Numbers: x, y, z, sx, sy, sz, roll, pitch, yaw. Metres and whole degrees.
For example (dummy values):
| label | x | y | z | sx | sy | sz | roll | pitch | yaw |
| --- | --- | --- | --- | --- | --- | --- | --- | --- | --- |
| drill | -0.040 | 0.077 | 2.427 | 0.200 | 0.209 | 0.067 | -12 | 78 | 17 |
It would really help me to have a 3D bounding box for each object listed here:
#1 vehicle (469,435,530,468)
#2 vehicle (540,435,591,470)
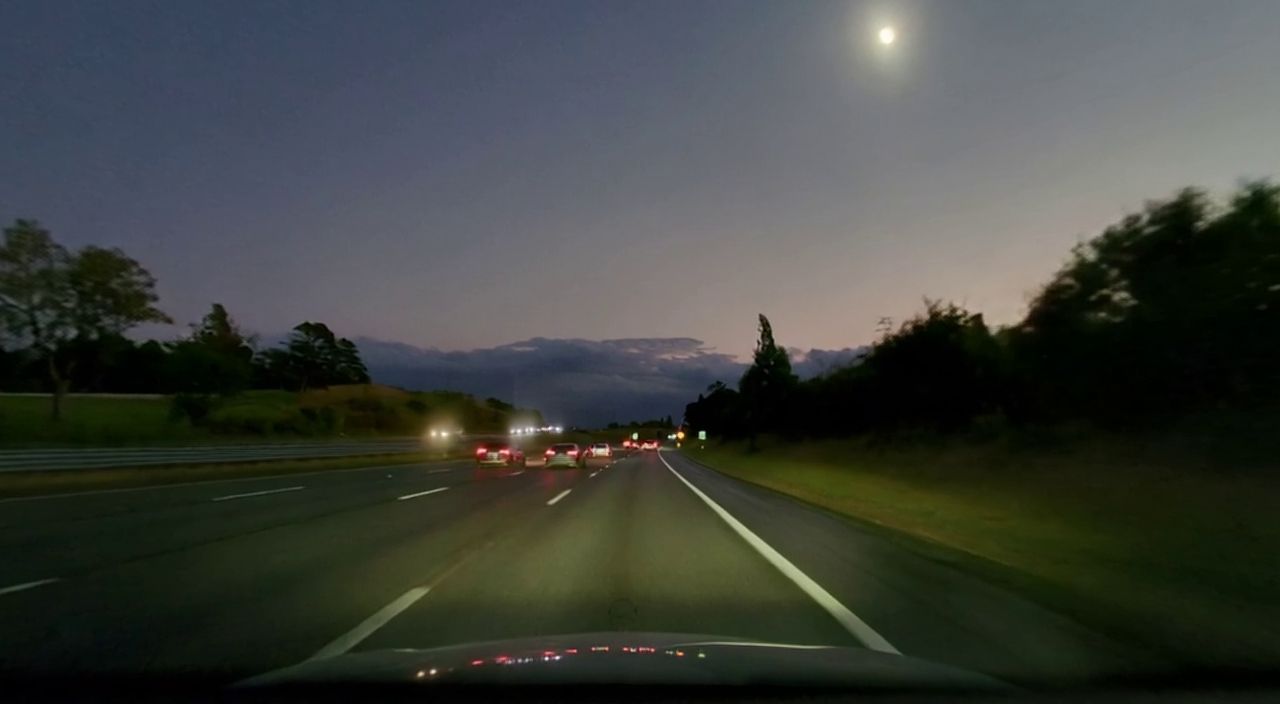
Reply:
| label | x | y | z | sx | sy | sz | roll | pitch | yaw |
| --- | --- | --- | --- | --- | --- | --- | --- | --- | --- |
| vehicle | -7.544 | 5.405 | 34.313 | 2.108 | 1.686 | 4.556 | 0 | -9 | 2 |
| vehicle | -3.840 | 5.317 | 33.330 | 2.035 | 1.673 | 4.469 | 0 | -9 | 2 |
